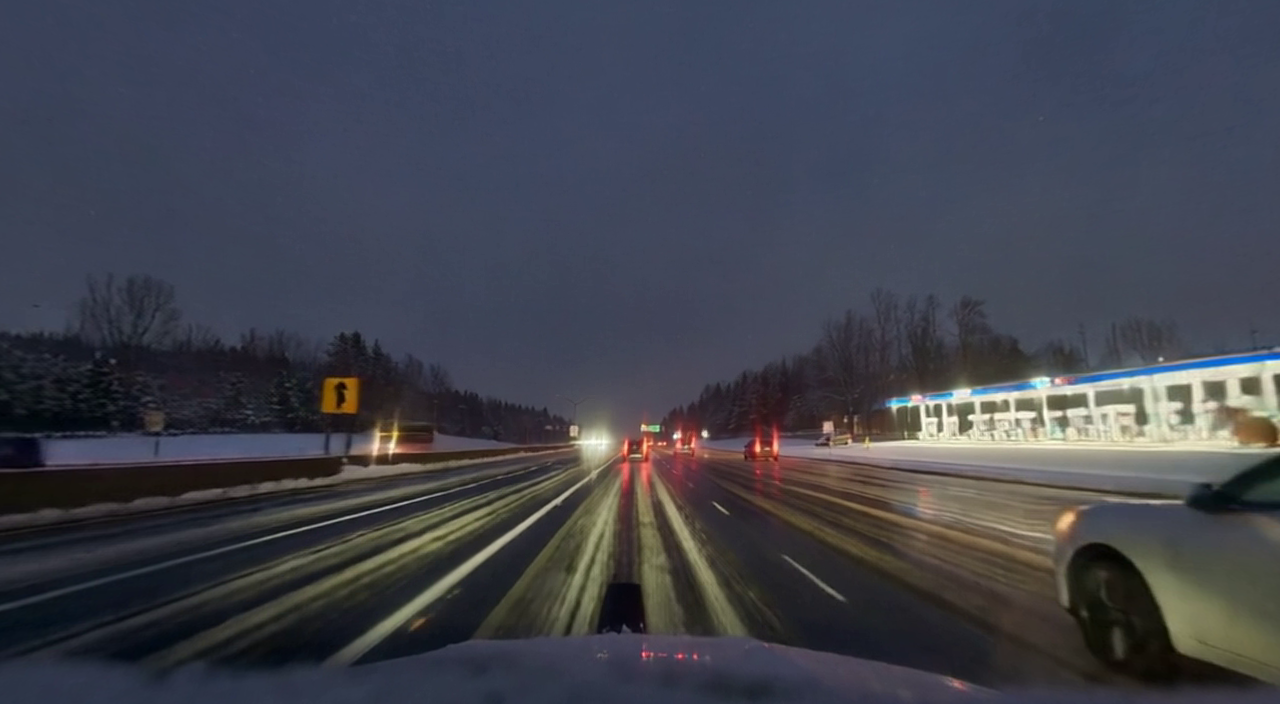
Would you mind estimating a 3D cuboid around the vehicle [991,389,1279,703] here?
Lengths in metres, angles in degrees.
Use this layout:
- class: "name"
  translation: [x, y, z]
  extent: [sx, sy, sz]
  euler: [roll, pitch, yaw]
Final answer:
- class: "vehicle"
  translation: [3.539, 0.833, 2.032]
  extent: [2.172, 1.490, 4.668]
  euler: [0, -8, 1]

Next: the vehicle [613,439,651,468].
- class: "vehicle"
  translation: [-0.448, 5.592, 34.925]
  extent: [1.999, 1.473, 4.351]
  euler: [0, -8, -1]

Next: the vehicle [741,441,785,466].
- class: "vehicle"
  translation: [7.639, 6.317, 39.574]
  extent: [1.867, 1.463, 4.295]
  euler: [0, -8, -1]
